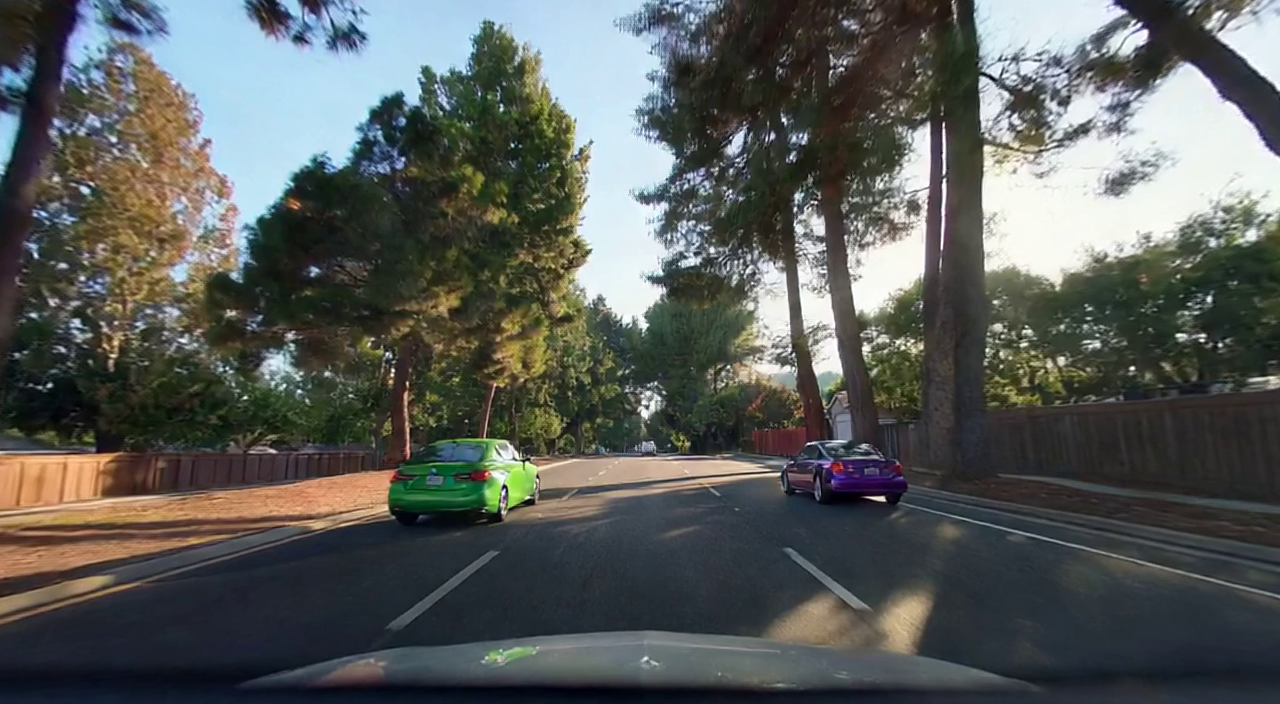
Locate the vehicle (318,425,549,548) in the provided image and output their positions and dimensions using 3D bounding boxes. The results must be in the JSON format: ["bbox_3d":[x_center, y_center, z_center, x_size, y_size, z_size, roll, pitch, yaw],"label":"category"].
[{"bbox_3d":[-2.978,2.043,10.445,2.206,1.525,4.695,-1,-8,1],"label":"vehicle"}]

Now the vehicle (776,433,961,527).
[{"bbox_3d":[4.167,2.366,12.439,1.943,1.471,4.515,-1,-8,0],"label":"vehicle"}]
